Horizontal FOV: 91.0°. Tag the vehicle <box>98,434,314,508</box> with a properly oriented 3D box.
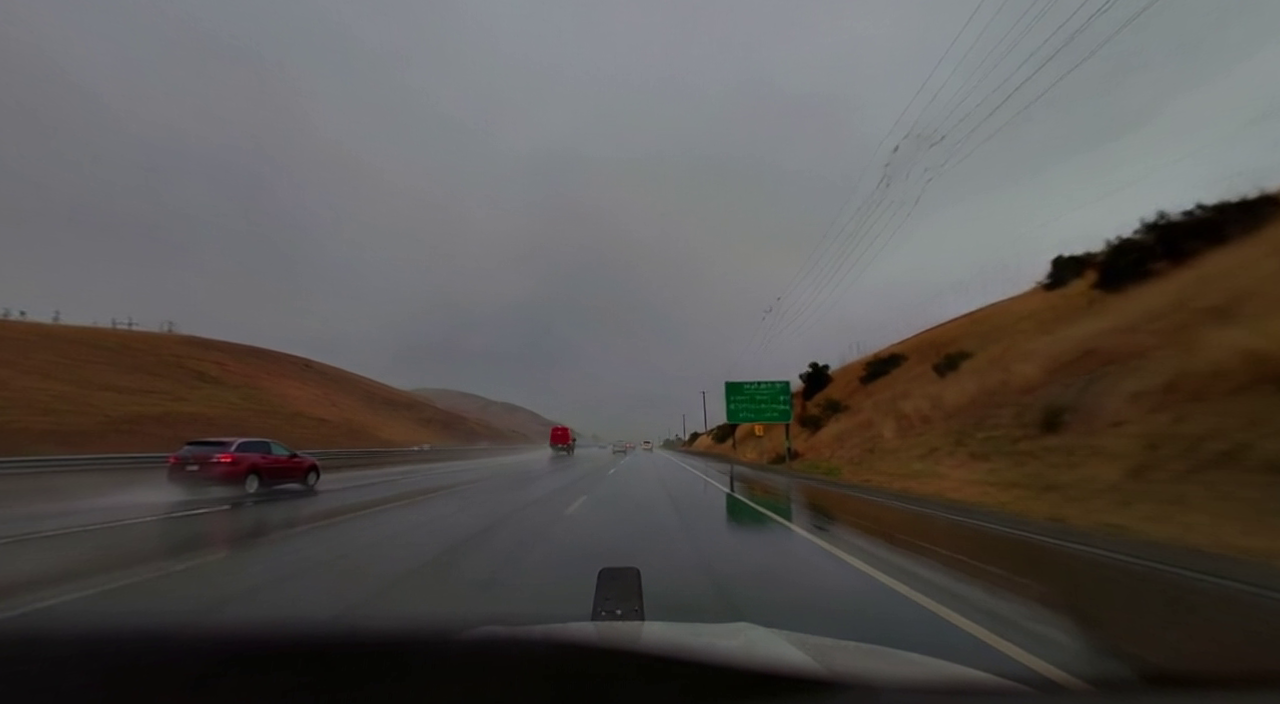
[{"bbox_3d":[-10.648,2.928,16.071,1.971,1.558,4.847,0,-9,1],"label":"vehicle"}]
